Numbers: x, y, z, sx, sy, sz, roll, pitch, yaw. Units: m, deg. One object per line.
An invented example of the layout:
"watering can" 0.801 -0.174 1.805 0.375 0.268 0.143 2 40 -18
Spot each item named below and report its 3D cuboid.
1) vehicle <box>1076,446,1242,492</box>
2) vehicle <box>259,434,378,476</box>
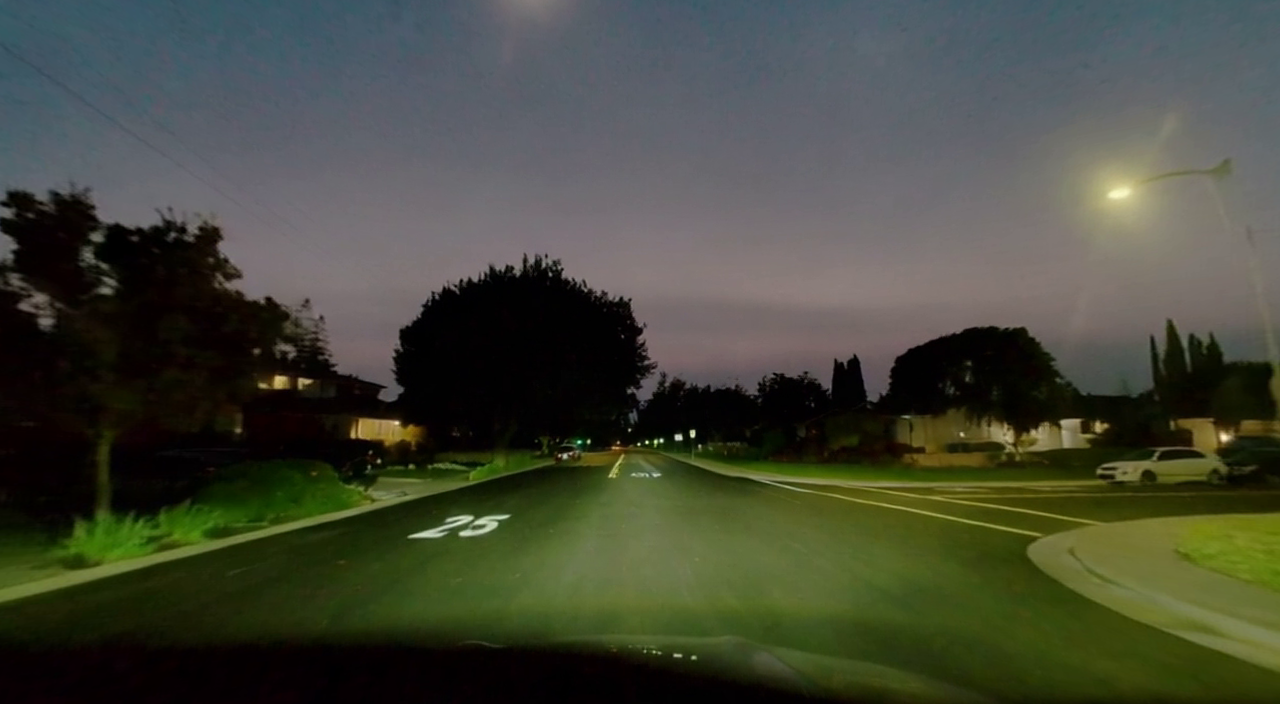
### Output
"vehicle" 20.162 4.529 24.717 4.607 1.694 2.106 0 -9 -1
"vehicle" -13.453 4.340 26.606 3.921 1.629 1.832 0 -10 2
